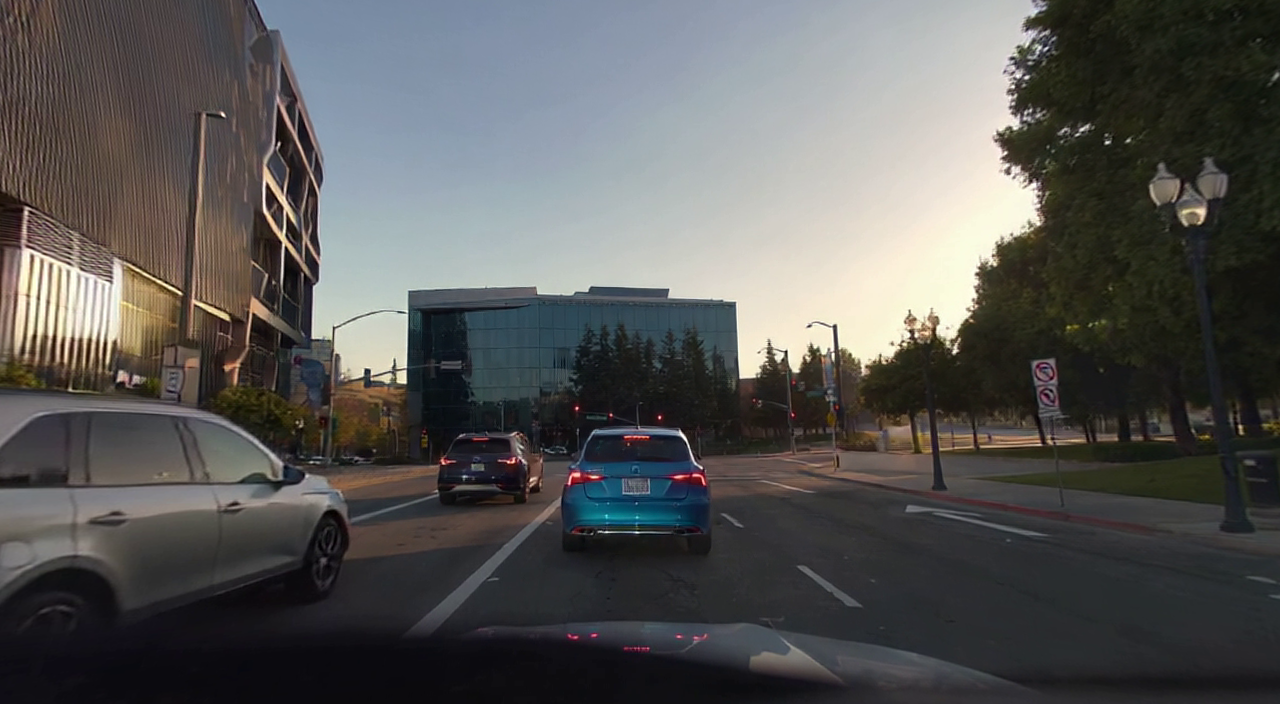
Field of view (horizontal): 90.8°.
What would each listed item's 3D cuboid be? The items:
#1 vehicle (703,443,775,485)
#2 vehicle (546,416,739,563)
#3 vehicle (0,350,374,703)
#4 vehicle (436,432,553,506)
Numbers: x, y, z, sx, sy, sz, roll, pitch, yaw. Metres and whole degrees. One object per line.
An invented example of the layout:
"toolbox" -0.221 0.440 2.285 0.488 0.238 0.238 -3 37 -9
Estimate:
"vehicle" 3.713 4.267 24.448 2.082 1.445 4.426 0 -8 0
"vehicle" 0.011 1.888 9.398 2.207 1.659 4.155 0 -8 0
"vehicle" -3.574 1.020 3.678 2.083 1.691 4.398 0 -8 1
"vehicle" -3.621 2.992 16.594 2.068 1.678 4.199 0 -8 0
